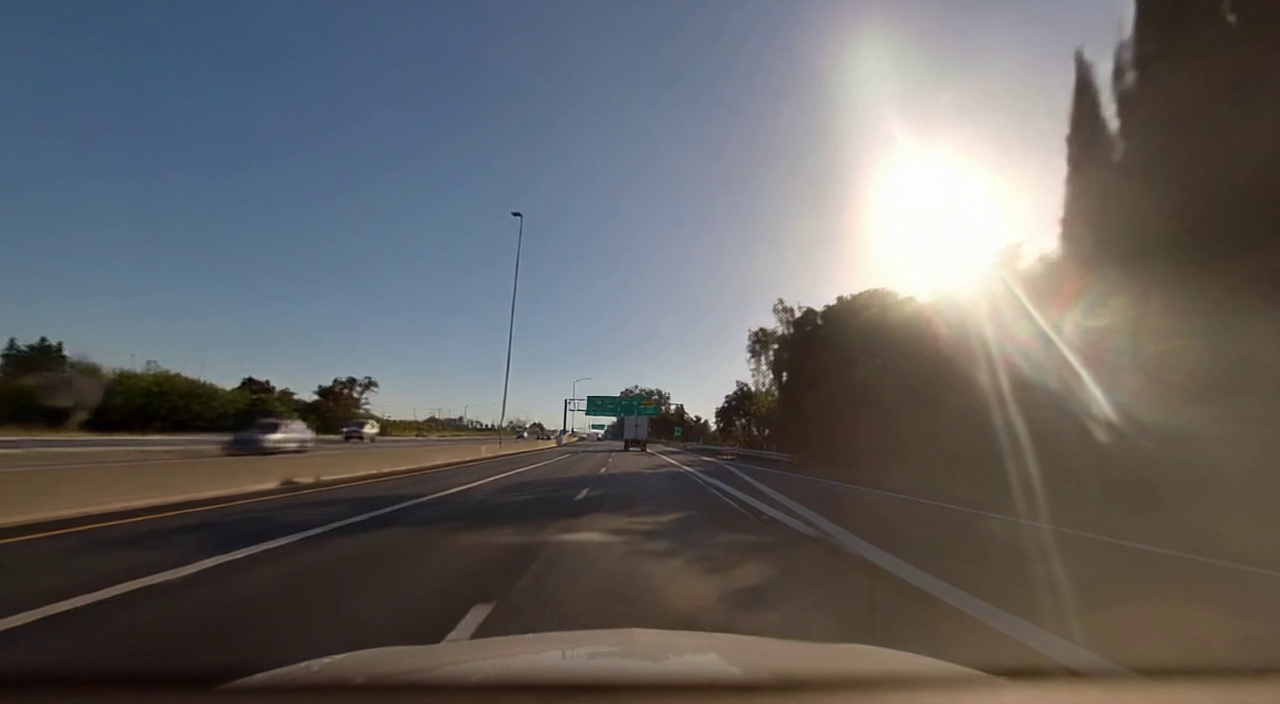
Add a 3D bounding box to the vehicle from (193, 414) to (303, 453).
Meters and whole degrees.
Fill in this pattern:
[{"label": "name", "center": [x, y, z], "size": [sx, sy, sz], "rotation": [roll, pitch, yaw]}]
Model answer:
[{"label": "vehicle", "center": [-19.147, 4.070, 31.076], "size": [2.079, 1.741, 5.302], "rotation": [0, -8, -1]}]
